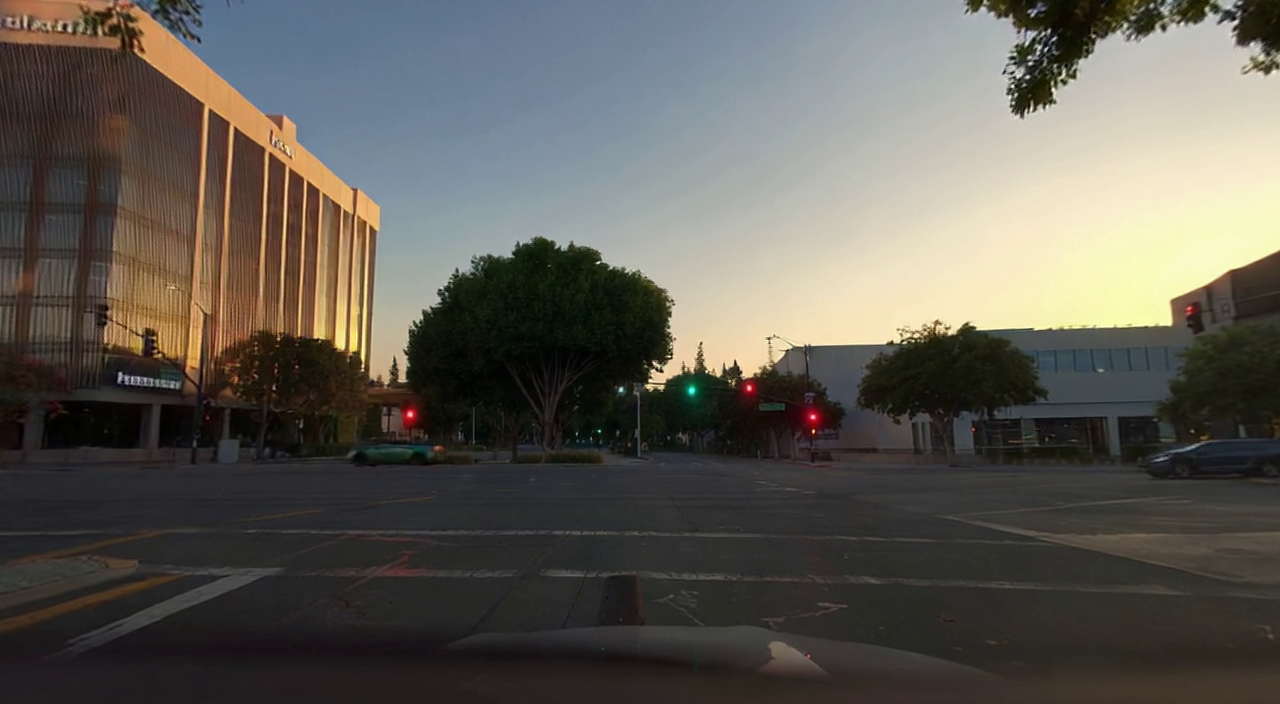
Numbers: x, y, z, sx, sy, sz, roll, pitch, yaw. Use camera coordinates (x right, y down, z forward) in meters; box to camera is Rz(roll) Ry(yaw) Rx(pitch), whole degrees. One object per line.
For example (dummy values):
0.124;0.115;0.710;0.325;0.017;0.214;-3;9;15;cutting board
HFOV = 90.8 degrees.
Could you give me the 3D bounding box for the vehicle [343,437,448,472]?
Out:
-12.581;5.314;32.824;4.639;1.699;2.030;1;-9;-5;vehicle
